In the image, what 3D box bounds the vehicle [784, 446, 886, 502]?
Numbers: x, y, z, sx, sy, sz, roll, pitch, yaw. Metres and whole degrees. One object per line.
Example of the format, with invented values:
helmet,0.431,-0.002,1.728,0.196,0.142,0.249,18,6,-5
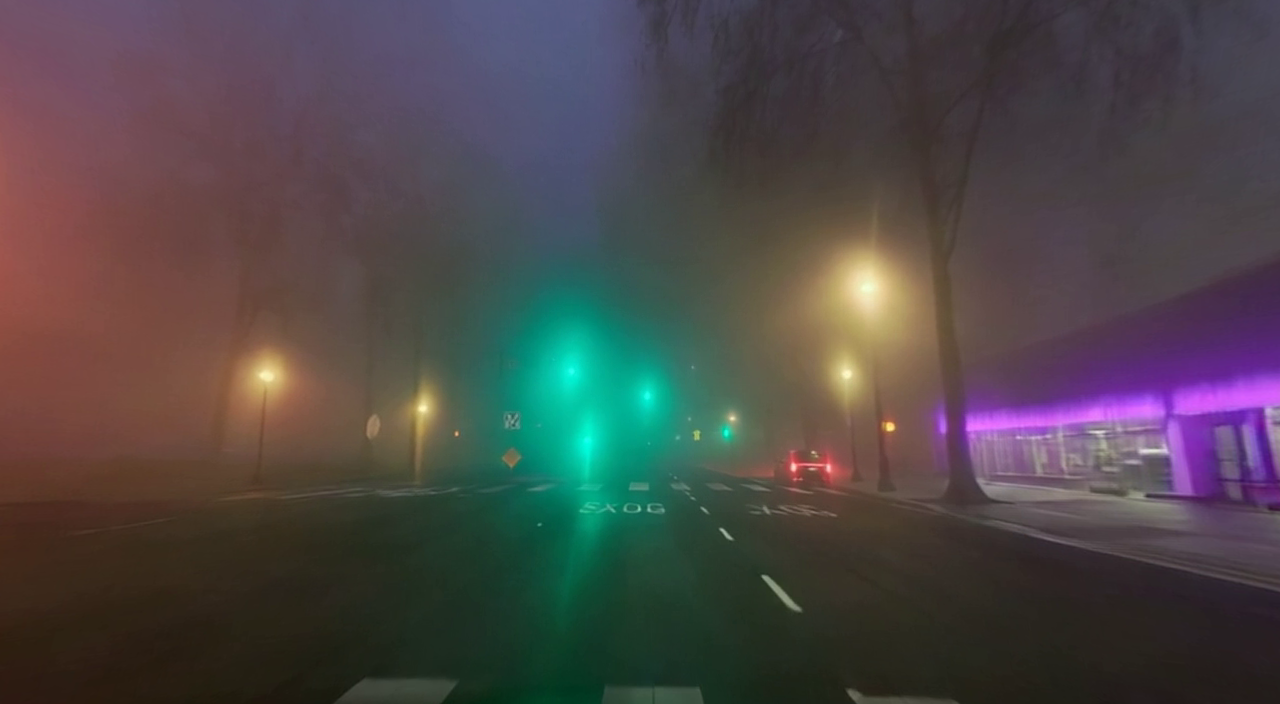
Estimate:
vehicle,6.131,3.855,20.407,1.906,1.523,4.336,2,-9,0
